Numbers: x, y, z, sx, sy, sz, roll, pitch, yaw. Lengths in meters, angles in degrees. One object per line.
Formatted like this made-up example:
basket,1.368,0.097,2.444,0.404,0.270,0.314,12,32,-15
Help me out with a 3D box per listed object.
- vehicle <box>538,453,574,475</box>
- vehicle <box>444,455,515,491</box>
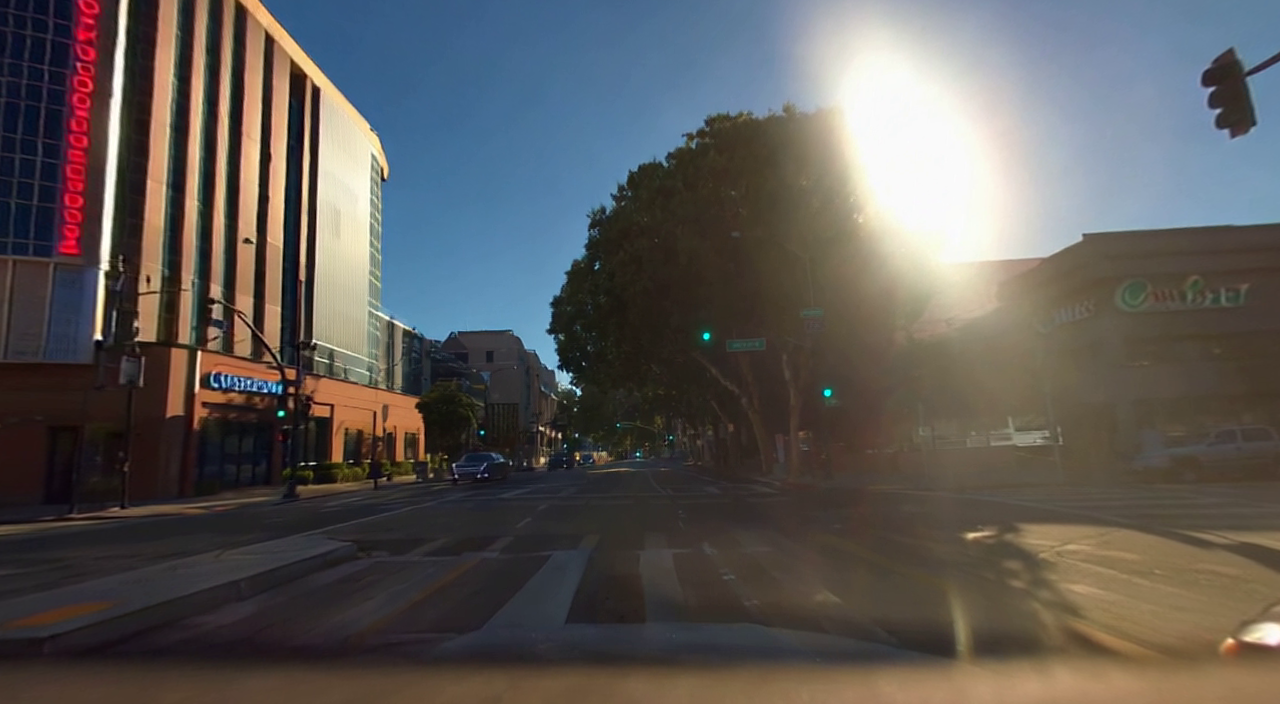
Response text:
vehicle,-6.175,8.275,46.791,1.897,1.537,3.770,-1,-9,3
vehicle,-7.155,5.419,28.565,1.893,1.451,4.276,-1,-9,3
